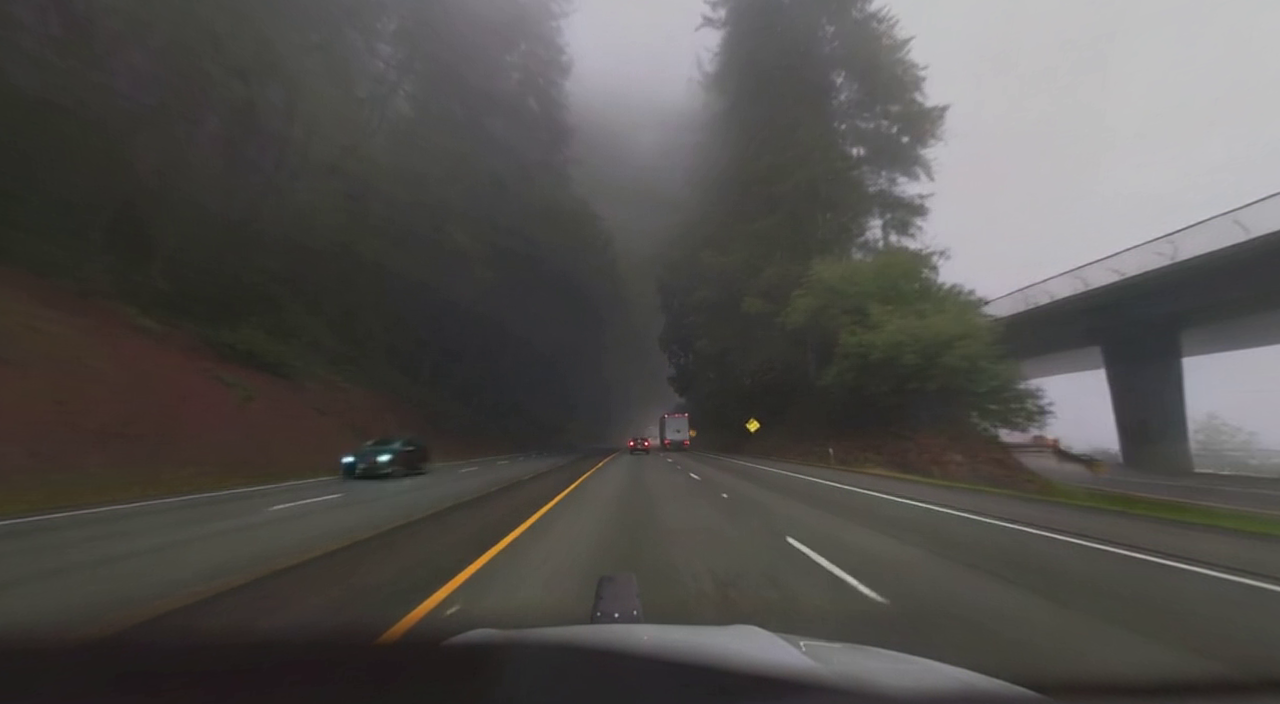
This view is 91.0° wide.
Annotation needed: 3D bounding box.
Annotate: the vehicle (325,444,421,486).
[{"bbox_3d":[-10.698,4.534,25.621,2.053,1.488,4.311,-1,-8,0],"label":"vehicle"}]
